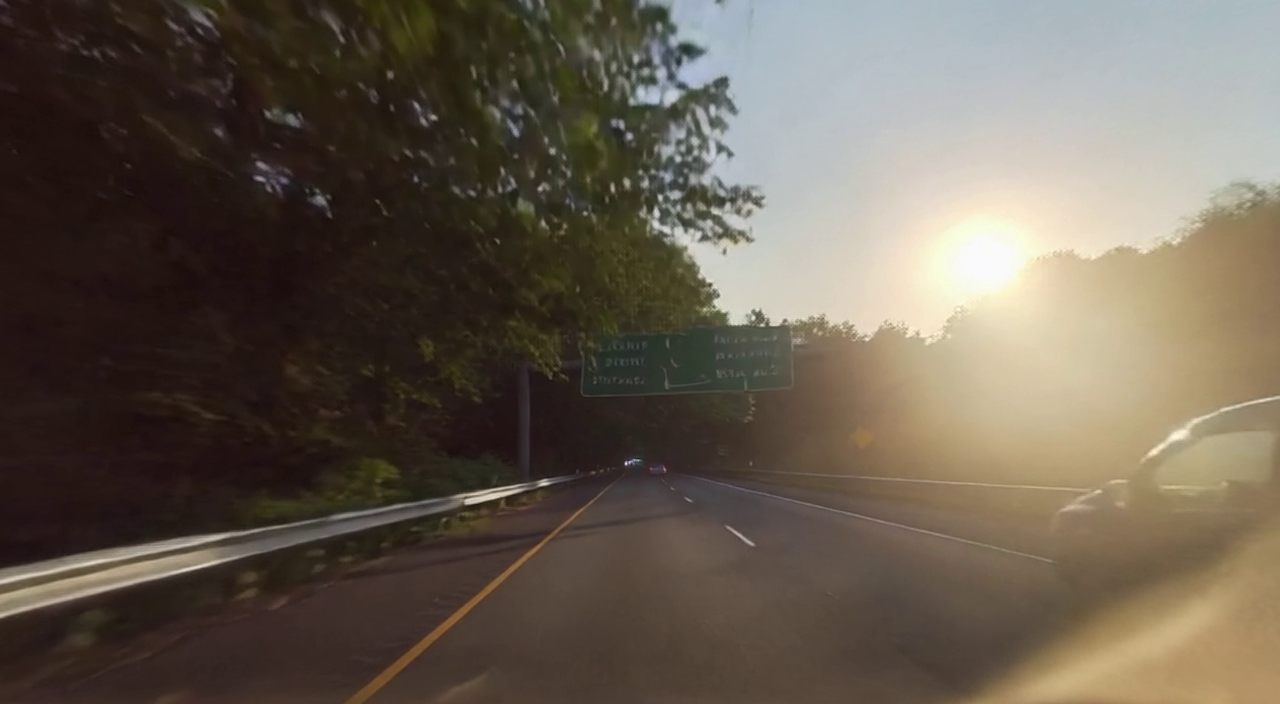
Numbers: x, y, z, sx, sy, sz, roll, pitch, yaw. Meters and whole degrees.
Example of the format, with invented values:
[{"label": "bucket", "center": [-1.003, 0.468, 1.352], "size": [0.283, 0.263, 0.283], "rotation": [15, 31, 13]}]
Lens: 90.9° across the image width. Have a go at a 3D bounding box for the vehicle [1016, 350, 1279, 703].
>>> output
[{"label": "vehicle", "center": [4.375, 0.814, 2.558], "size": [2.254, 1.832, 5.514], "rotation": [1, -11, 0]}]
